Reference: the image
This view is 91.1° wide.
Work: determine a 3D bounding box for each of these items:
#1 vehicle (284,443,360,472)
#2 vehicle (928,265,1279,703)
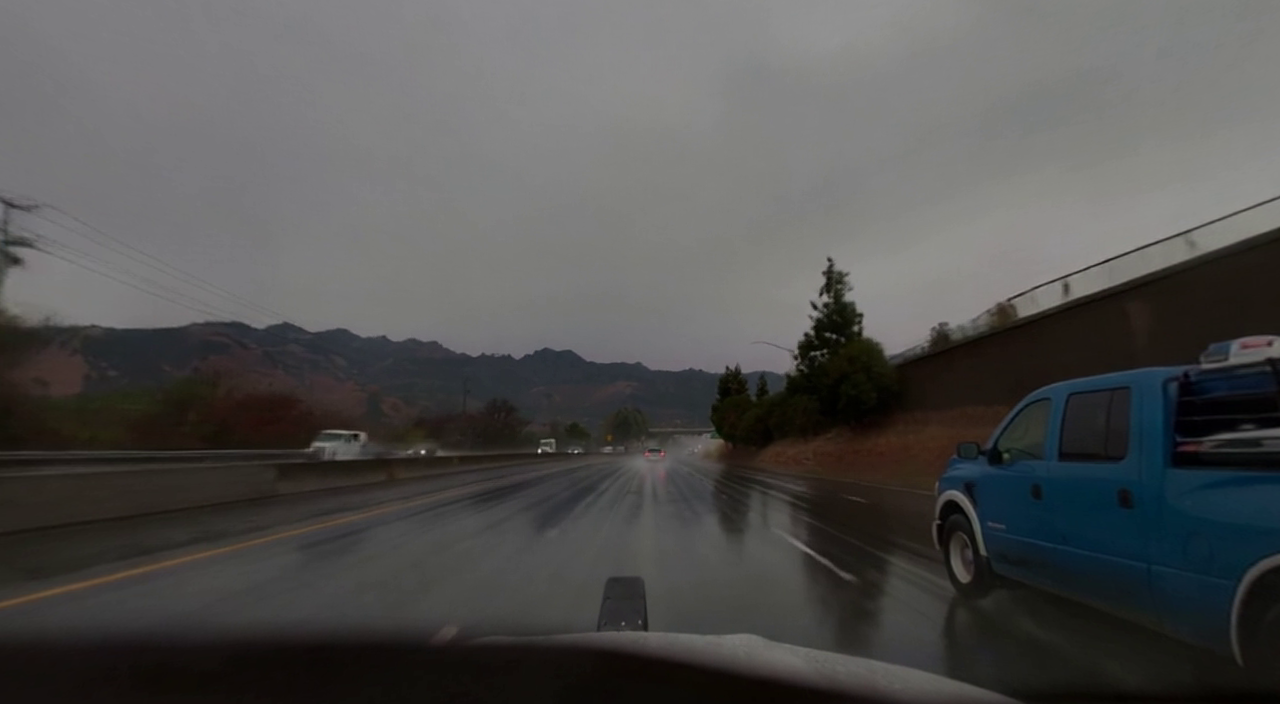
[{"bbox_3d":[-17.639,5.852,35.075,1.858,1.465,4.405,0,-9,1],"label":"vehicle"},{"bbox_3d":[4.064,0.756,2.753,2.538,2.228,6.370,0,-9,0],"label":"vehicle"}]
